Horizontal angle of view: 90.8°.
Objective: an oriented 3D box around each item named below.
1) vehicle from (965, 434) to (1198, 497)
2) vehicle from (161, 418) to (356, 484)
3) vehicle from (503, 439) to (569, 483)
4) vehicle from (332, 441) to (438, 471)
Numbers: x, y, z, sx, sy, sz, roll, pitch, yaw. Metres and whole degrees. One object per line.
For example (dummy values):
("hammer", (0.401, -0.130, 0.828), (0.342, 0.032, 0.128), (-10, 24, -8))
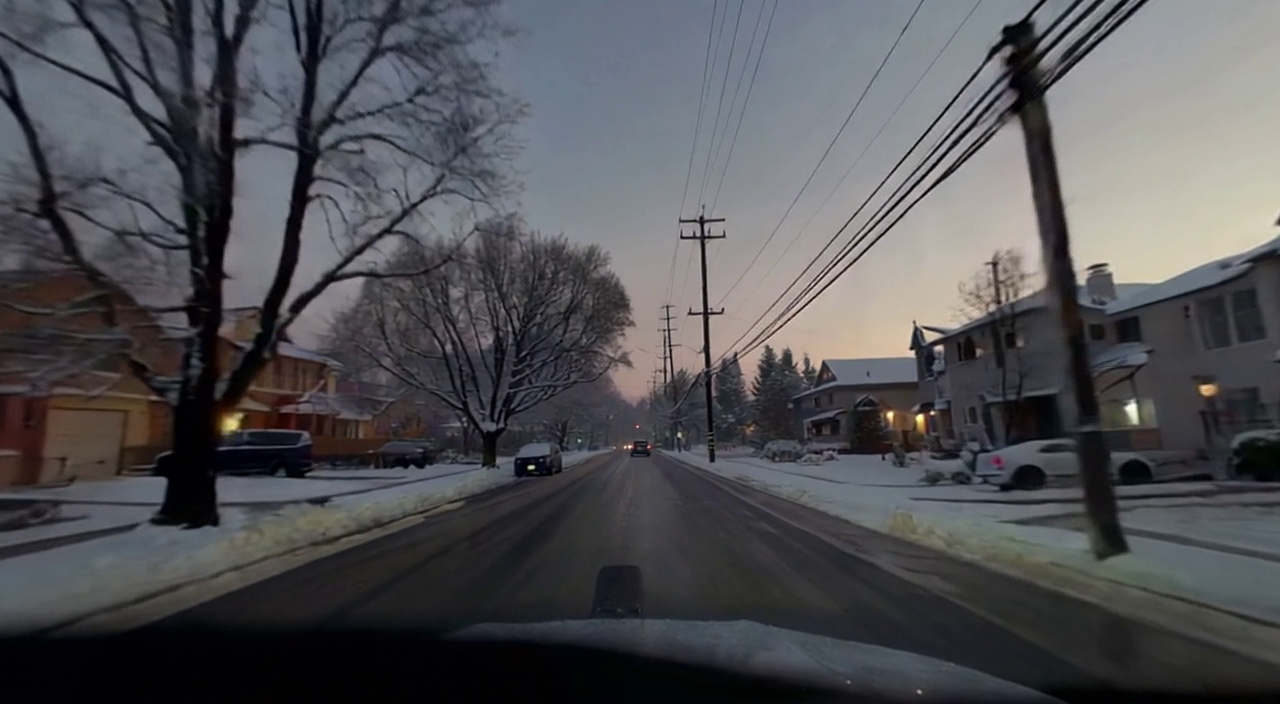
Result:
("vehicle", (11.803, 3.052, 17.188), (4.700, 1.441, 2.167), (-1, -8, -2))
("vehicle", (-12.490, 3.277, 20.993), (4.962, 1.866, 2.075), (3, -9, -3))
("vehicle", (-4.636, 4.890, 28.814), (2.207, 1.669, 4.363), (-3, -7, 0))
("vehicle", (-12.554, 5.147, 31.389), (4.526, 1.449, 1.869), (1, -9, -9))
